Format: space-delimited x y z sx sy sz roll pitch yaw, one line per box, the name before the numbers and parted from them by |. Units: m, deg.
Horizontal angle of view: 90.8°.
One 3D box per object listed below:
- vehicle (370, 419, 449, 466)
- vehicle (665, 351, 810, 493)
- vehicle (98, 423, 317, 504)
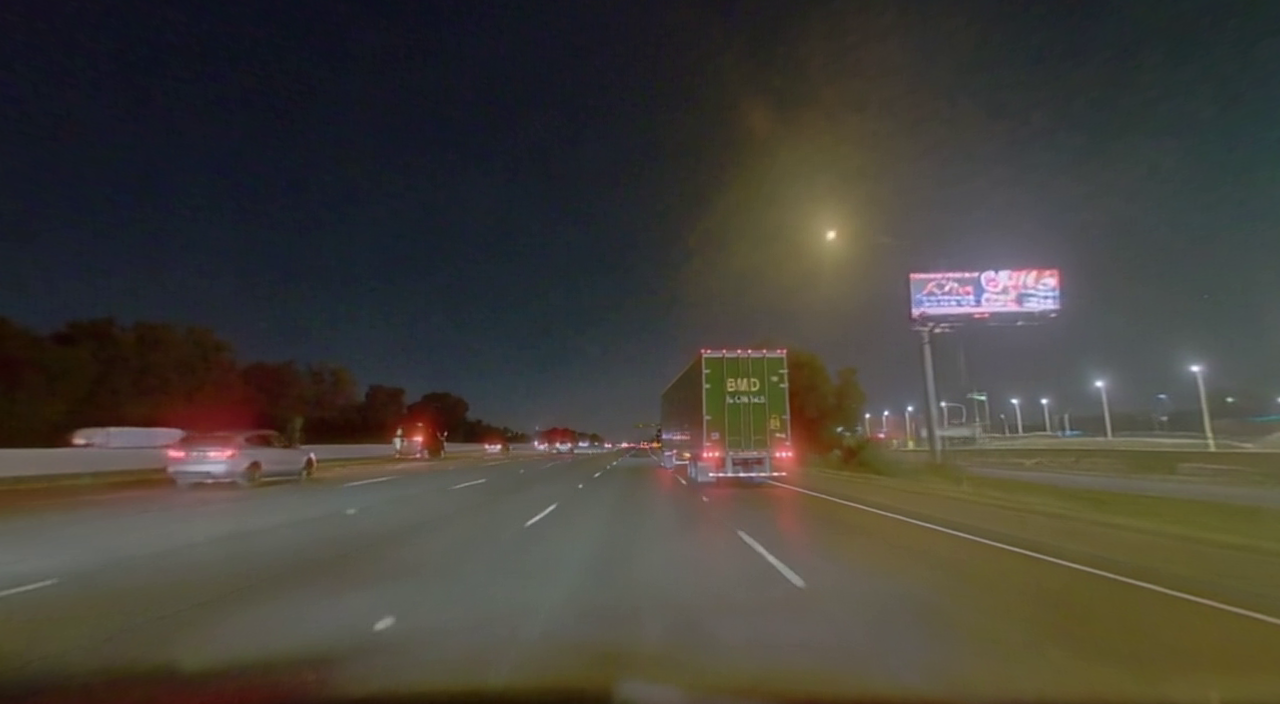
vehicle | -13.695 5.472 38.093 2.307 2.571 6.260 0 -8 1
vehicle | 3.006 3.015 25.113 2.891 3.944 15.051 0 -8 -2
vehicle | -10.485 2.738 15.931 2.045 1.697 4.844 0 -8 0
